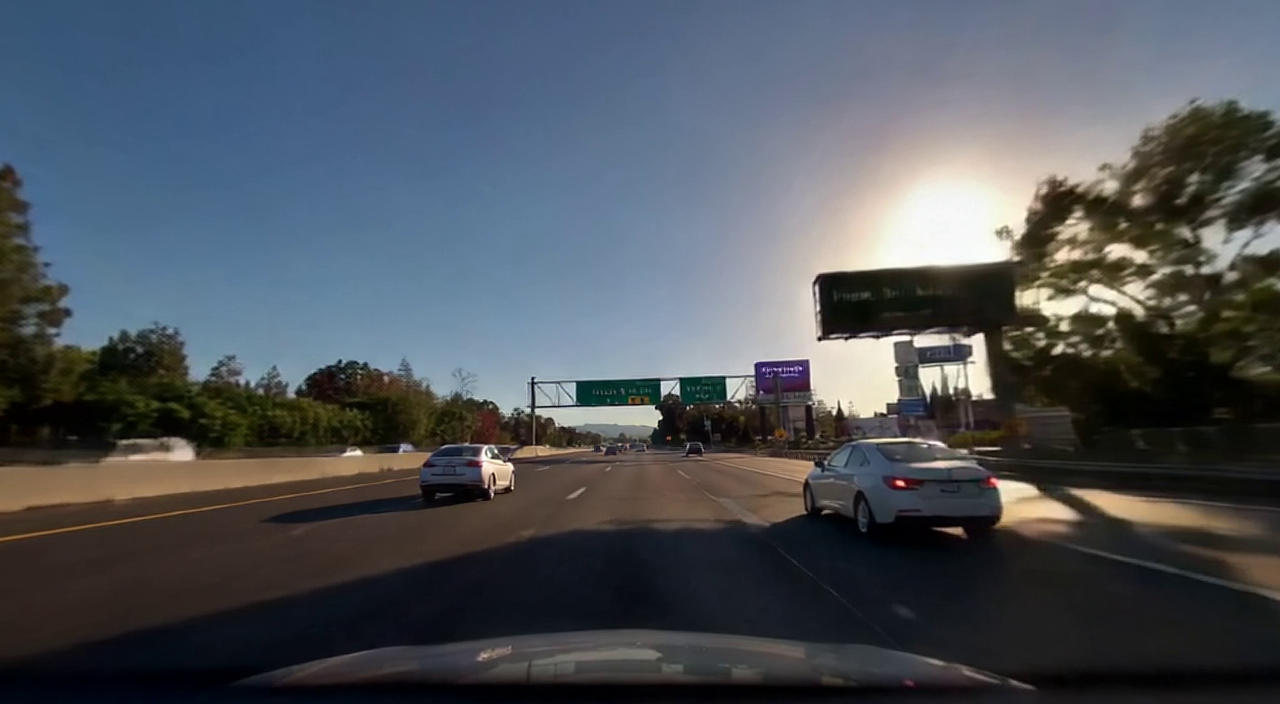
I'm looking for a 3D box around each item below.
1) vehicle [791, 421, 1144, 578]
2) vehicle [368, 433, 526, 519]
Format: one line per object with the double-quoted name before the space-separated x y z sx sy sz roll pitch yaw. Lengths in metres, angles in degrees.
"vehicle" 3.788 1.799 8.659 2.164 1.507 4.914 0 -8 -1
"vehicle" -3.802 2.503 13.320 1.939 1.508 4.272 0 -8 1
